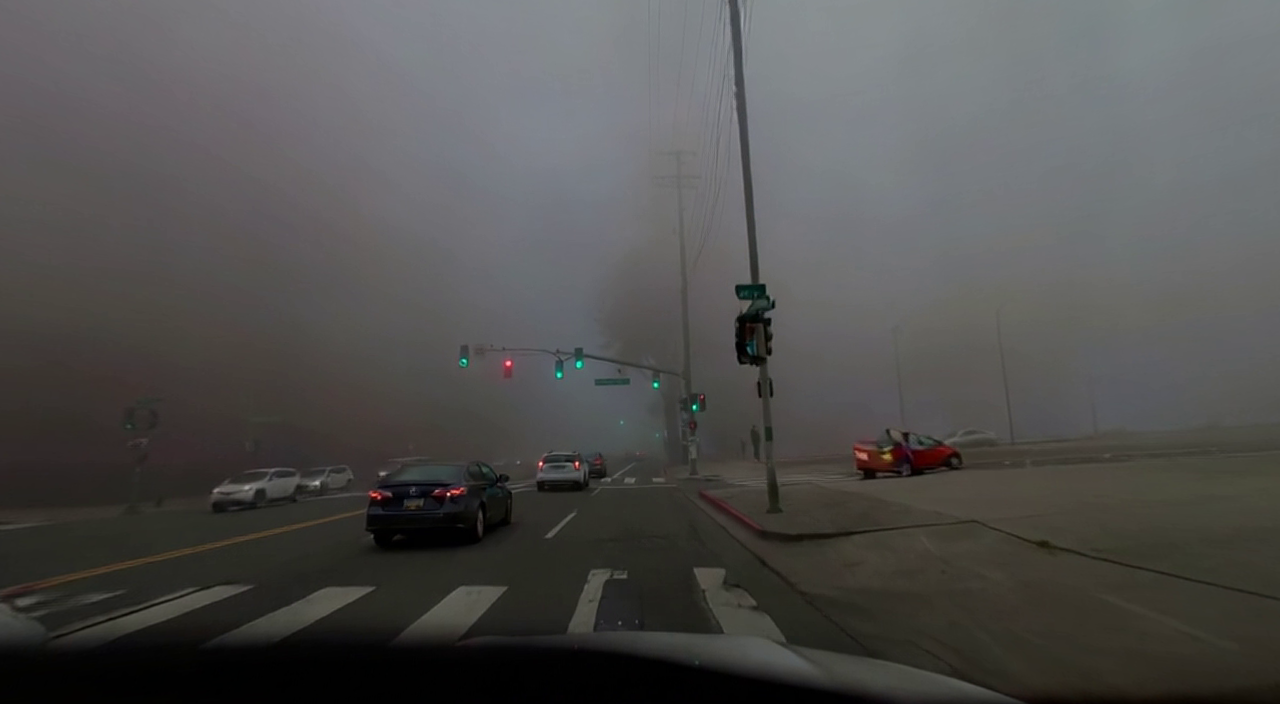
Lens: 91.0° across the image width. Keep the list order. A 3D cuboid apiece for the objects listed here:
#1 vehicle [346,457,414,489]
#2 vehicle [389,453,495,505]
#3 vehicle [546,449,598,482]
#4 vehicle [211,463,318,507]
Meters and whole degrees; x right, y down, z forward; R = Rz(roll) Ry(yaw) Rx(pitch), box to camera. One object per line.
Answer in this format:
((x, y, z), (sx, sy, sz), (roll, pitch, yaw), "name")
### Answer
((-15.225, 7.074, 37.119), (2.139, 1.692, 4.099), (0, -9, 1), "vehicle")
((-6.350, 4.095, 20.813), (1.960, 1.479, 4.654), (0, -9, 1), "vehicle")
((-3.310, 5.620, 31.443), (2.147, 1.472, 4.406), (0, -9, 0), "vehicle")
((-15.414, 5.451, 26.161), (1.955, 1.500, 4.458), (1, -9, -4), "vehicle")
